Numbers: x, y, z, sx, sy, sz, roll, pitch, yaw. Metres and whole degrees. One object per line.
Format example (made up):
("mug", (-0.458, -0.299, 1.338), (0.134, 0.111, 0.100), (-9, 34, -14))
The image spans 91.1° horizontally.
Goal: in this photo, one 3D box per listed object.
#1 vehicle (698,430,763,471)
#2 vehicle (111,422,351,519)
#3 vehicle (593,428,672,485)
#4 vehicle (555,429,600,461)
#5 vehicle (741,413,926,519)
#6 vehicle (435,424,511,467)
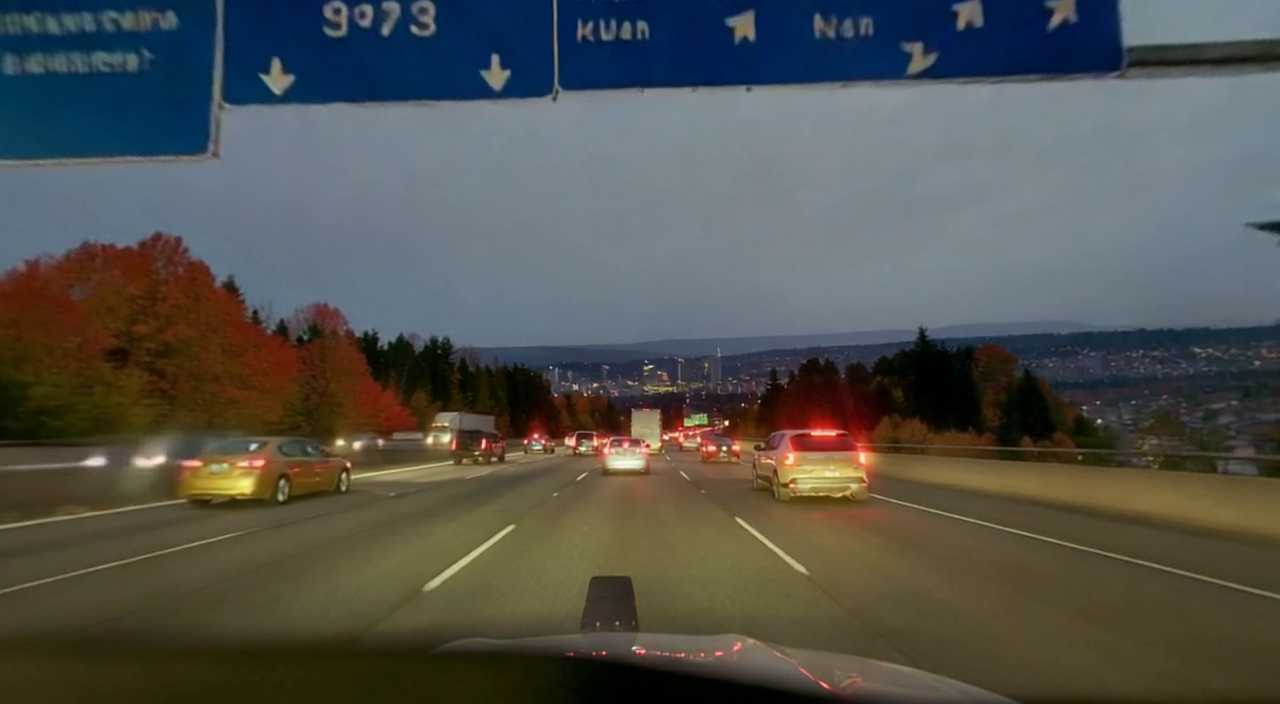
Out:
("vehicle", (3.584, 3.986, 25.719), (1.972, 1.516, 4.514), (0, -8, 0))
("vehicle", (-7.471, 2.166, 12.085), (1.934, 1.526, 3.966), (0, -8, 0))
("vehicle", (-0.216, 3.094, 19.075), (2.111, 1.494, 4.364), (0, -8, -1))
("vehicle", (-3.550, 5.348, 36.327), (2.064, 1.672, 4.277), (0, -8, 1))
("vehicle", (3.400, 2.089, 12.108), (2.095, 1.650, 4.331), (0, -8, -1))
("vehicle", (-7.459, 4.247, 28.659), (2.117, 1.779, 4.745), (0, -8, 1))
